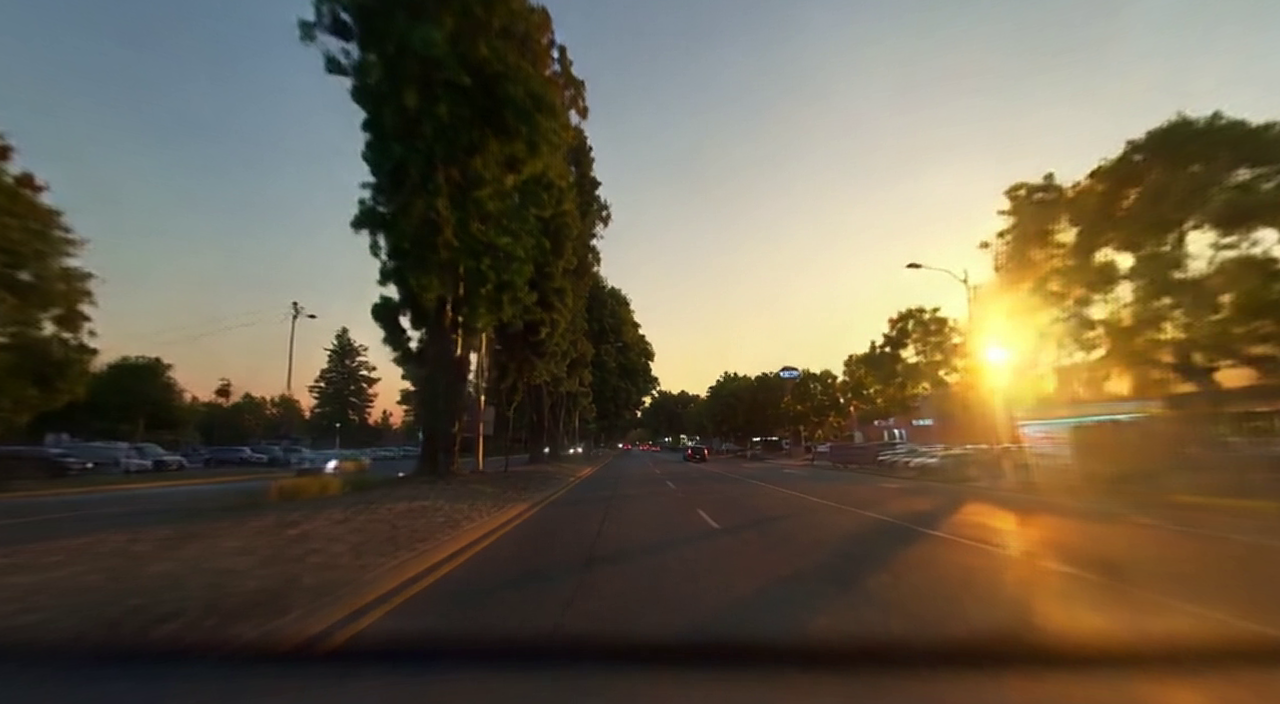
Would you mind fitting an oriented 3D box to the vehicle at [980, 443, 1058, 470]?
[{"bbox_3d":[22.340,6.182,37.493,1.895,1.471,4.511,-2,-9,2],"label":"vehicle"}]

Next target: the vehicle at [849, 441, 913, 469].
[{"bbox_3d":[16.266,6.958,42.978,2.052,1.749,5.213,0,-8,-3],"label":"vehicle"}]

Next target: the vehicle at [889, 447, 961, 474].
[{"bbox_3d":[16.532,6.310,36.906,1.863,1.445,4.703,0,-8,-2],"label":"vehicle"}]

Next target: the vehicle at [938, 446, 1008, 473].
[{"bbox_3d":[19.546,6.298,37.315,1.972,1.461,4.021,1,-8,0],"label":"vehicle"}]

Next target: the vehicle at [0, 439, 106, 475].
[{"bbox_3d":[-28.894,5.081,30.565,4.208,1.648,1.980,0,-8,-3],"label":"vehicle"}]
